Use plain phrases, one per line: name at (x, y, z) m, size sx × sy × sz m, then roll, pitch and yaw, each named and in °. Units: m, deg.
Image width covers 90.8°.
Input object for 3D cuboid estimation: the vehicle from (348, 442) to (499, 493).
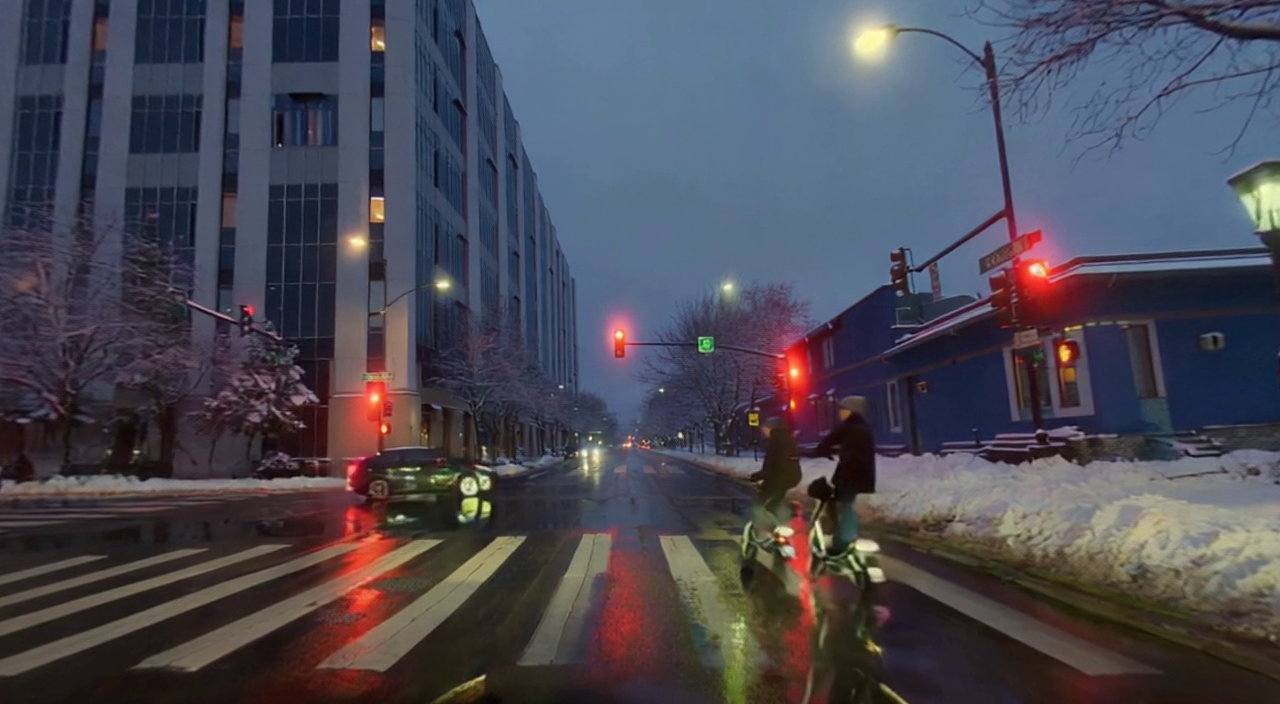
vehicle at (-7.611, 4.014, 22.401) m, size 4.641 × 1.616 × 2.051 m, roll 5°, pitch -10°, yaw -34°
